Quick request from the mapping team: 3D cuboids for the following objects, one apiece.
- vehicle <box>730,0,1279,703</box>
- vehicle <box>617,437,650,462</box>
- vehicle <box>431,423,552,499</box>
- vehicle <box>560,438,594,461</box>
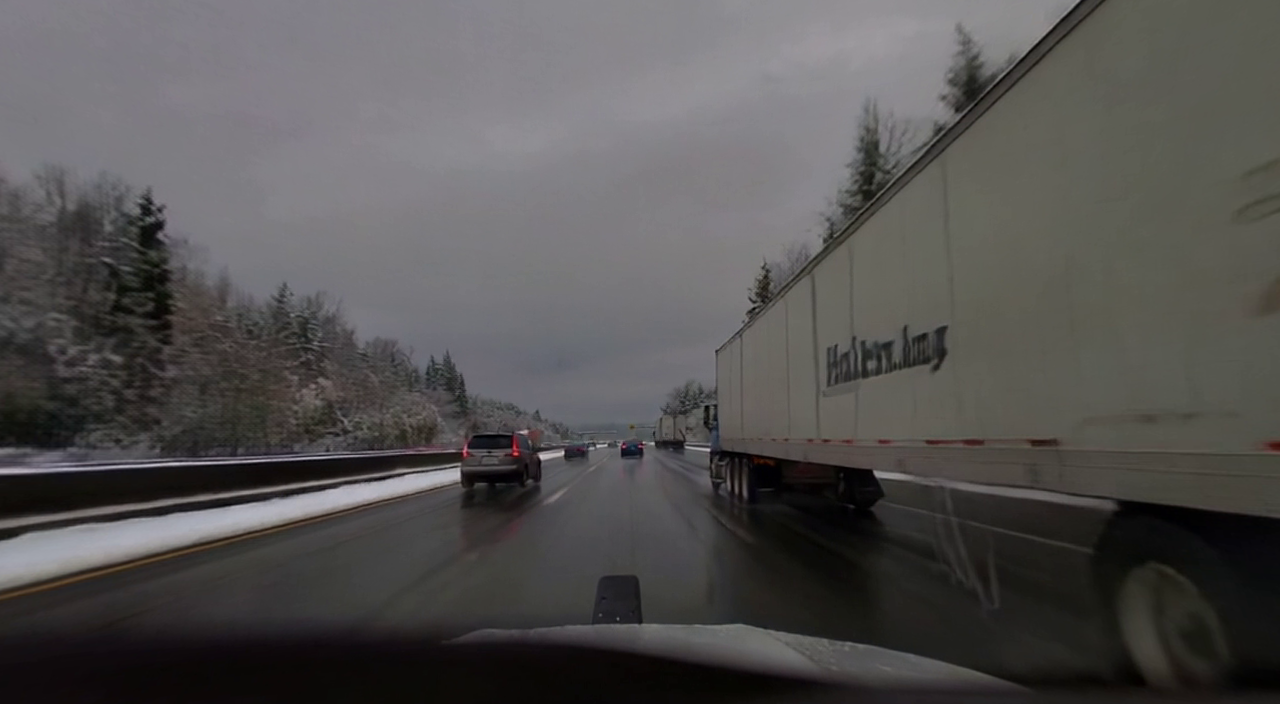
[{"bbox_3d":[3.710,0.308,7.233,2.959,4.058,14.485,0,-8,-1],"label":"vehicle"},{"bbox_3d":[-0.441,6.389,41.438,2.088,1.567,4.240,0,-8,-1],"label":"vehicle"},{"bbox_3d":[-3.614,2.721,16.208,2.054,1.671,4.445,0,-8,0],"label":"vehicle"},{"bbox_3d":[-4.402,6.908,44.721,2.021,1.514,4.190,0,-8,-1],"label":"vehicle"}]
